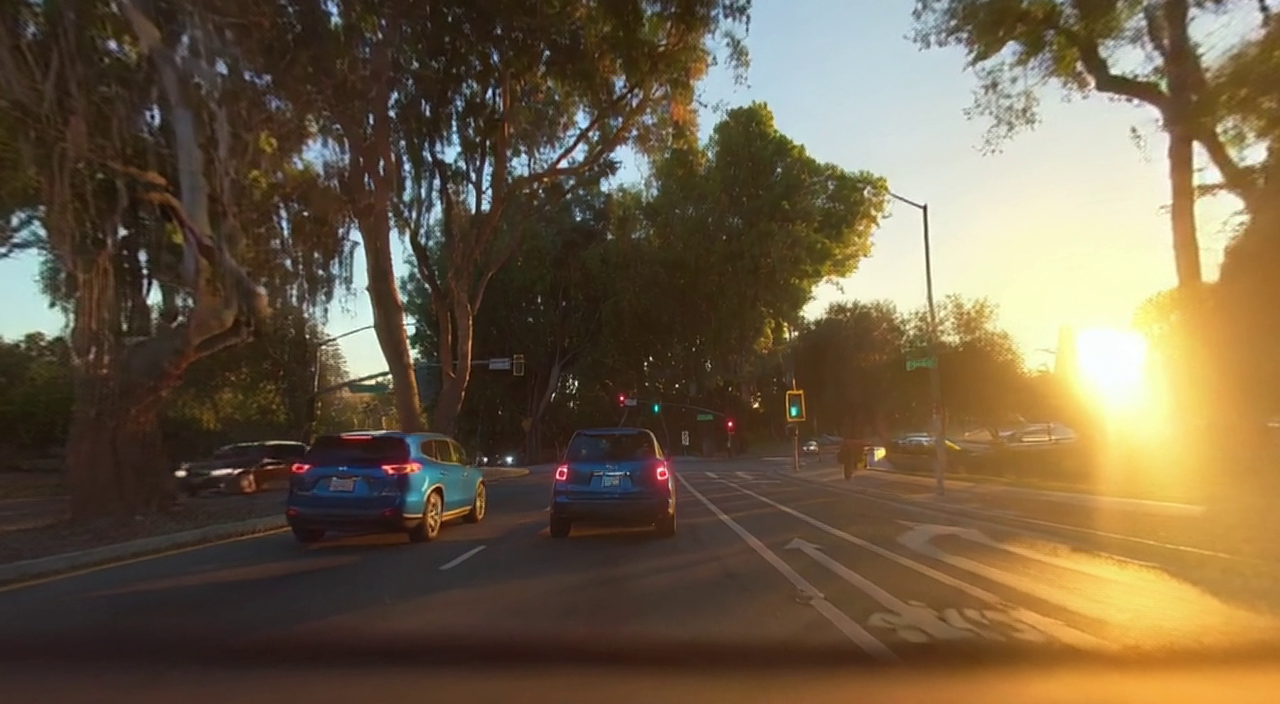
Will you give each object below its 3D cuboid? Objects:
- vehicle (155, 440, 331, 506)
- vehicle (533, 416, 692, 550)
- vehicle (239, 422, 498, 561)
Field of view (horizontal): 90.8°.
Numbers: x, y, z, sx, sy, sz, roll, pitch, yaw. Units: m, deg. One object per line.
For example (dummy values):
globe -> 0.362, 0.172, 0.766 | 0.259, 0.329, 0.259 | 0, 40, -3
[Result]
vehicle -> -11.216, 3.420, 18.365 | 2.070, 1.635, 4.559 | 0, -8, 1
vehicle -> -0.330, 2.145, 11.103 | 2.131, 1.793, 5.016 | 0, -8, 1
vehicle -> -3.823, 2.038, 9.988 | 2.009, 1.673, 4.454 | 0, -8, 2
